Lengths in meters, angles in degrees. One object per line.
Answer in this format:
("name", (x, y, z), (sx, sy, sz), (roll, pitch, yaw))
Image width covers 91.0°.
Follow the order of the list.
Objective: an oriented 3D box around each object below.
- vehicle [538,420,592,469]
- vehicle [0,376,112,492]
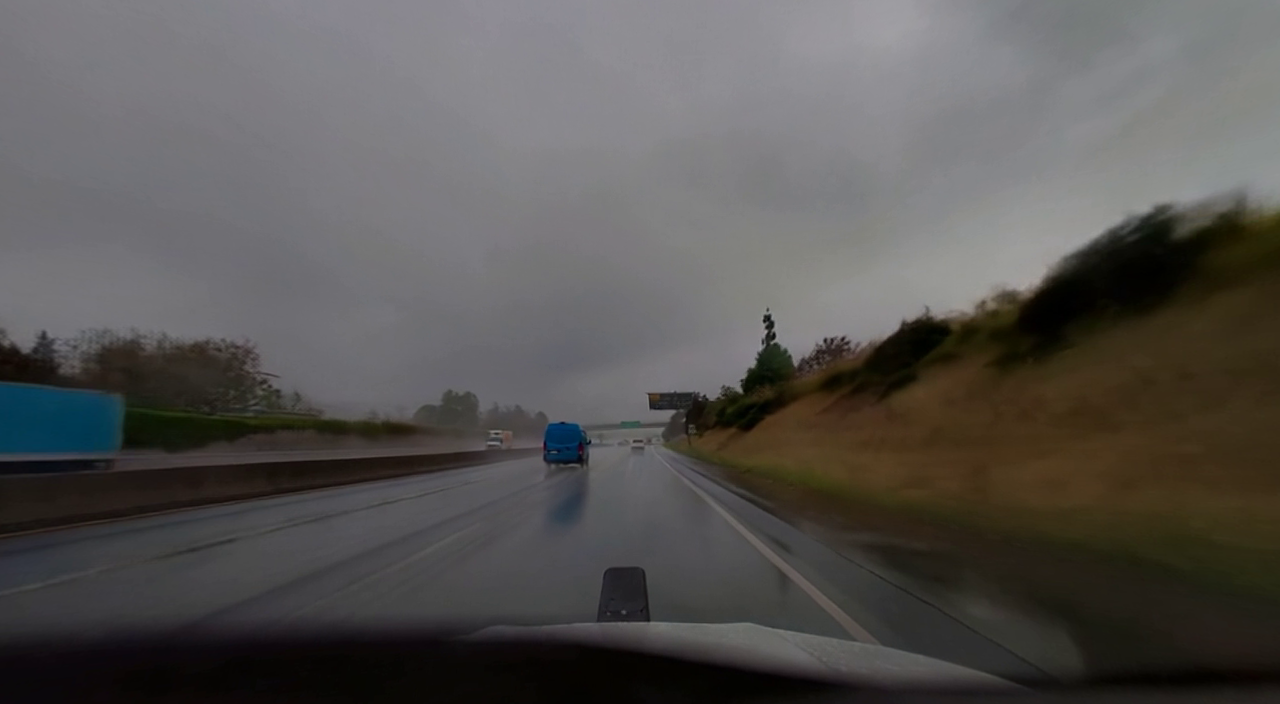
("vehicle", (-4.075, 5.154, 35.160), (2.329, 2.483, 5.428), (0, -8, 0))
("vehicle", (-23.859, 2.502, 19.417), (2.914, 4.020, 14.107), (0, -8, 0))
